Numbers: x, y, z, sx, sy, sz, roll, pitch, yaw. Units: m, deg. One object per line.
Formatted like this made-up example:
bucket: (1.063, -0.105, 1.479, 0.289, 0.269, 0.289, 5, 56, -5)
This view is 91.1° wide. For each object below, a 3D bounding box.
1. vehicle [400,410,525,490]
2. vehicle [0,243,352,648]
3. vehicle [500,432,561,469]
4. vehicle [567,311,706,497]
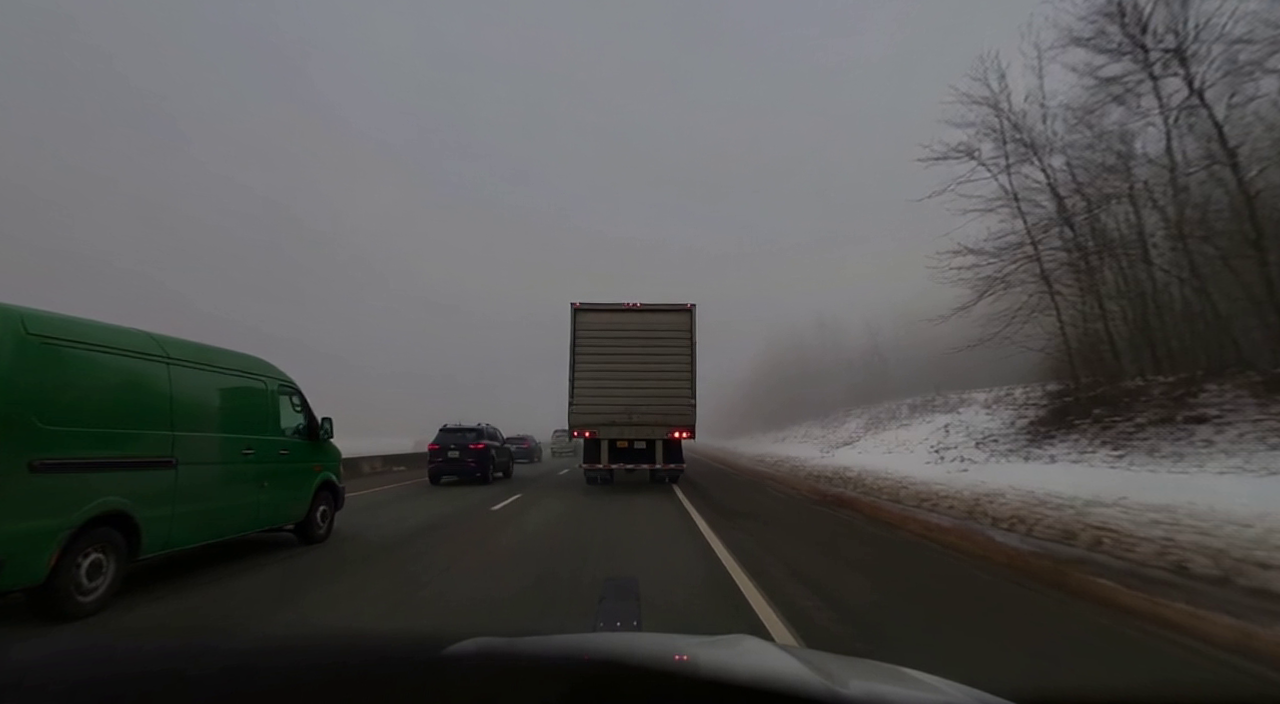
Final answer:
vehicle: (-4.893, 2.801, 18.275, 2.168, 1.985, 4.952, 0, -8, 0)
vehicle: (-5.251, 0.852, 5.897, 2.478, 2.515, 5.438, 0, -8, 0)
vehicle: (-4.858, 4.401, 28.479, 1.931, 1.539, 4.441, 0, -8, 0)
vehicle: (-0.096, 1.760, 18.652, 2.953, 4.041, 10.072, 0, -8, 0)
